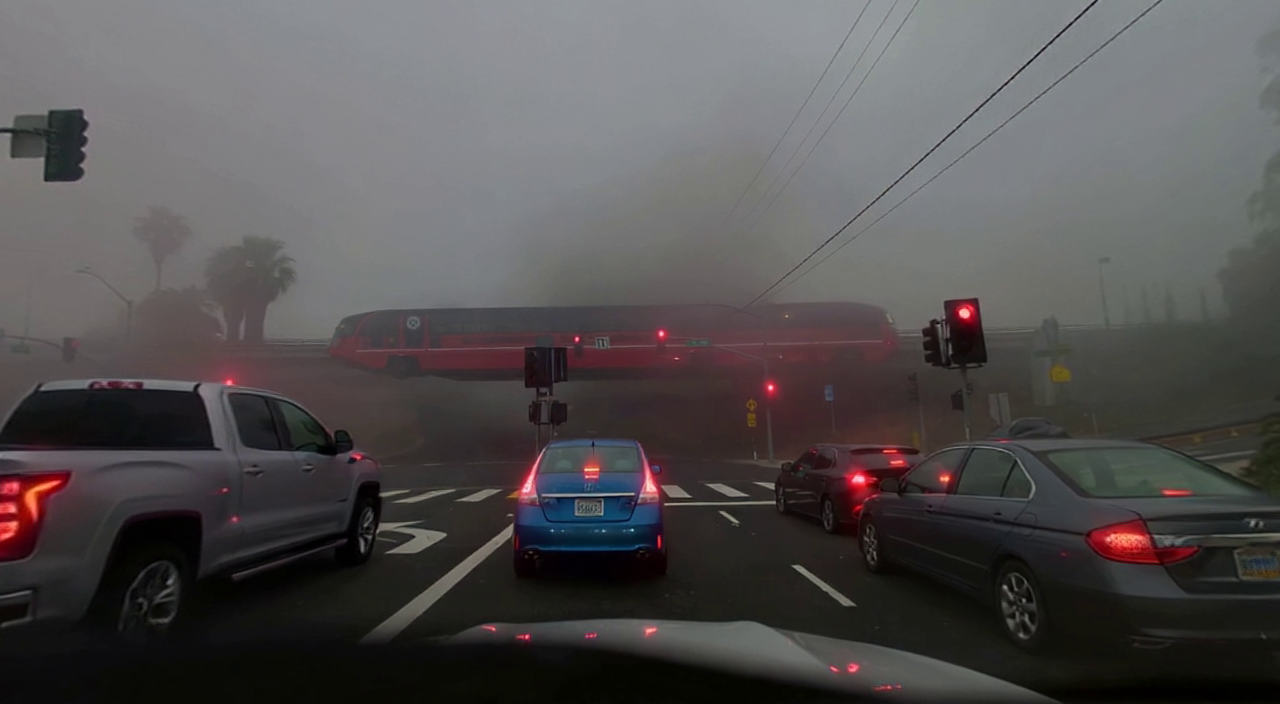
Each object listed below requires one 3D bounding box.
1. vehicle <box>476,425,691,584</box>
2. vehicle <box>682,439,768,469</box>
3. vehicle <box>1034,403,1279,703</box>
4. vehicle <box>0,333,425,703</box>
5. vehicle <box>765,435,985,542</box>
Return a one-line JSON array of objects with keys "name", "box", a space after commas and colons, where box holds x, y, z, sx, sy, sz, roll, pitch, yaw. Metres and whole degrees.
[{"name": "vehicle", "box": [-0.643, 1.759, 8.132, 2.035, 1.491, 4.090, 0, -9, -3]}, {"name": "vehicle", "box": [4.186, 5.139, 31.981, 1.878, 1.428, 4.416, 5, -10, -32]}, {"name": "vehicle", "box": [3.883, 0.892, 2.202, 2.052, 1.496, 4.541, 0, -9, 0]}, {"name": "vehicle", "box": [-3.862, 1.220, 5.655, 2.078, 1.838, 5.448, 0, -9, -2]}, {"name": "vehicle", "box": [3.693, 2.219, 11.000, 1.965, 1.448, 4.486, 0, -9, -2]}]
